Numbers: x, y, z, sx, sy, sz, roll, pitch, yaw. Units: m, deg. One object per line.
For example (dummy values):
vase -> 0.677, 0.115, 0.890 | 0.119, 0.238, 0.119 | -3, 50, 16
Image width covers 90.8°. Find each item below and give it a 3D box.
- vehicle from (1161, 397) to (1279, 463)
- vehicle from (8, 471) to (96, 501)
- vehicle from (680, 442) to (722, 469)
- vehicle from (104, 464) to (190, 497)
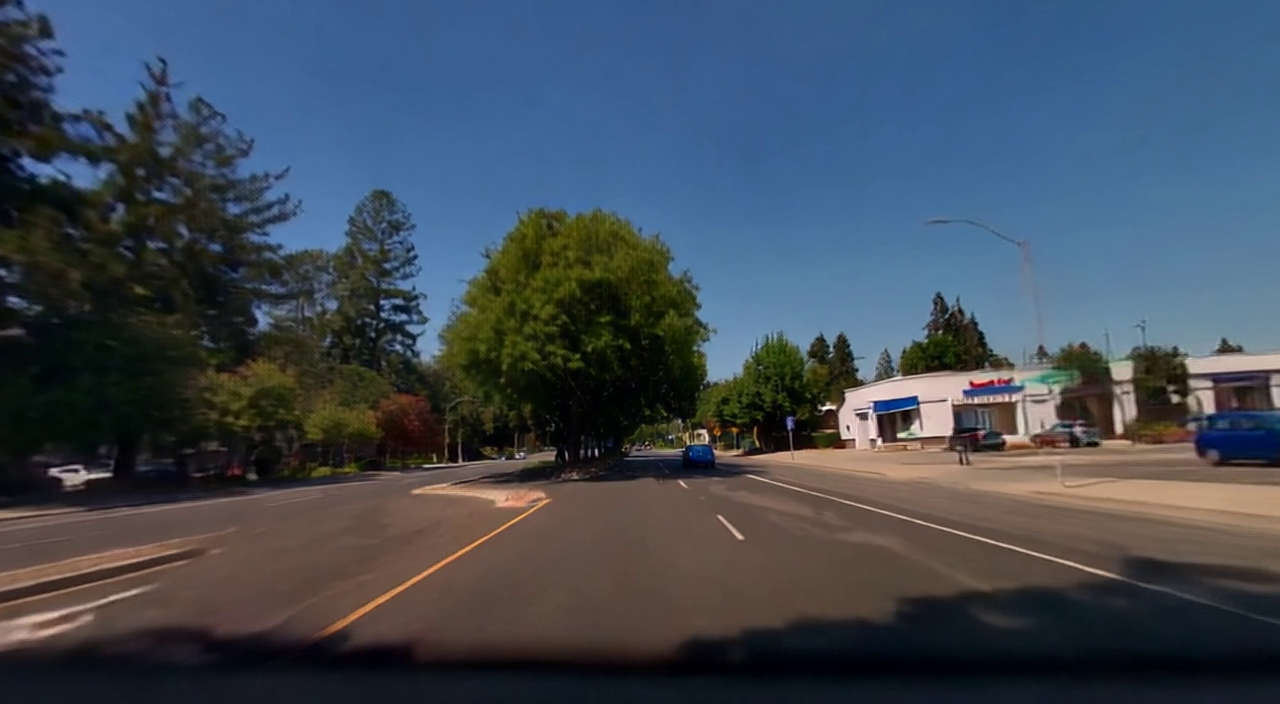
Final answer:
vehicle -> 19.753, 2.429, 19.530 | 2.247, 1.917, 5.791 | 0, -8, -1
vehicle -> -34.147, 7.761, 36.810 | 1.689, 1.434, 3.824 | 1, -8, -6
vehicle -> 3.432, 5.937, 36.398 | 1.929, 1.411, 4.284 | 0, -8, -1
vehicle -> -29.131, 7.561, 37.511 | 1.943, 1.647, 4.077 | -3, -9, -3
